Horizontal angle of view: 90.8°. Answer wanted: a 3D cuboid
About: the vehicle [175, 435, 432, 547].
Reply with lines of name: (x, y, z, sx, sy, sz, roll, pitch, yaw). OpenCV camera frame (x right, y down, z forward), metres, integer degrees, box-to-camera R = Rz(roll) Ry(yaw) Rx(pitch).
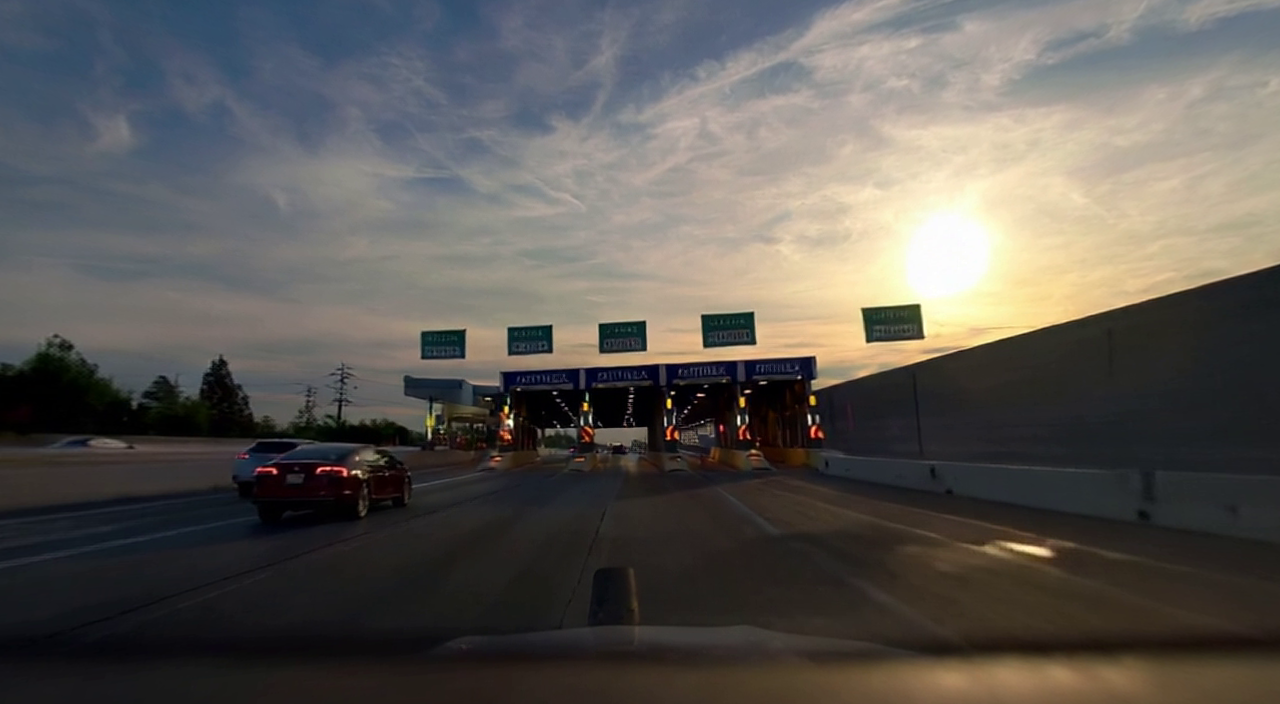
vehicle: (-5.192, 2.176, 10.603, 1.981, 1.465, 4.334, 0, -8, -1)

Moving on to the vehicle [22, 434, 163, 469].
vehicle: (-29.979, 5.446, 34.743, 5.430, 1.835, 2.267, 1, -9, -4)
